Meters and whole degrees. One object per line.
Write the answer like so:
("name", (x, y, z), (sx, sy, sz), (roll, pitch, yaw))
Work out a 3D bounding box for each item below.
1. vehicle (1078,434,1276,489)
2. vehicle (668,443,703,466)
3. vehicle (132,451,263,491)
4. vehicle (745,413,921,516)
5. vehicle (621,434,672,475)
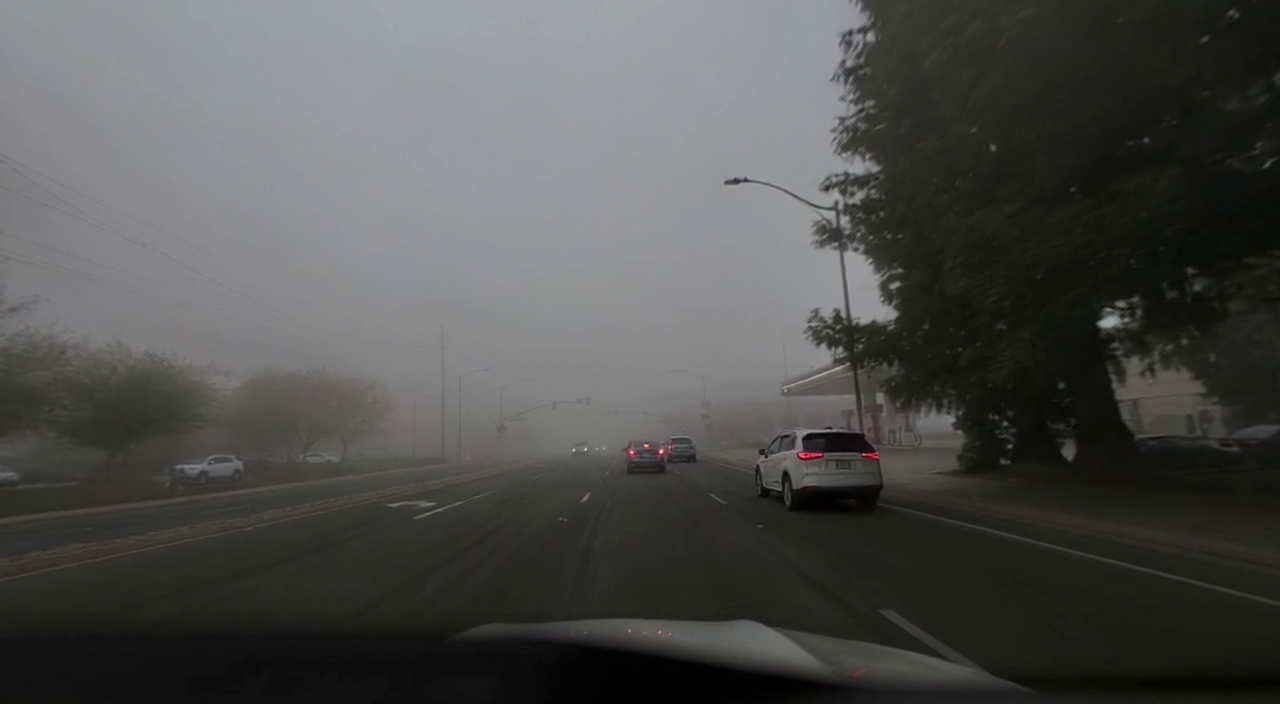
("vehicle", (15.762, 3.215, 18.734), (4.165, 1.517, 1.795), (0, -9, 0))
("vehicle", (2.814, 6.485, 40.078), (1.822, 1.331, 3.583), (0, -9, -2))
("vehicle", (-24.332, 6.498, 35.032), (2.100, 1.937, 5.517), (-4, -9, 26))
("vehicle", (3.818, 2.355, 13.655), (2.116, 1.791, 5.006), (0, -8, -1))
("vehicle", (0.205, 4.652, 28.764), (2.164, 1.718, 3.881), (0, -8, -2))
